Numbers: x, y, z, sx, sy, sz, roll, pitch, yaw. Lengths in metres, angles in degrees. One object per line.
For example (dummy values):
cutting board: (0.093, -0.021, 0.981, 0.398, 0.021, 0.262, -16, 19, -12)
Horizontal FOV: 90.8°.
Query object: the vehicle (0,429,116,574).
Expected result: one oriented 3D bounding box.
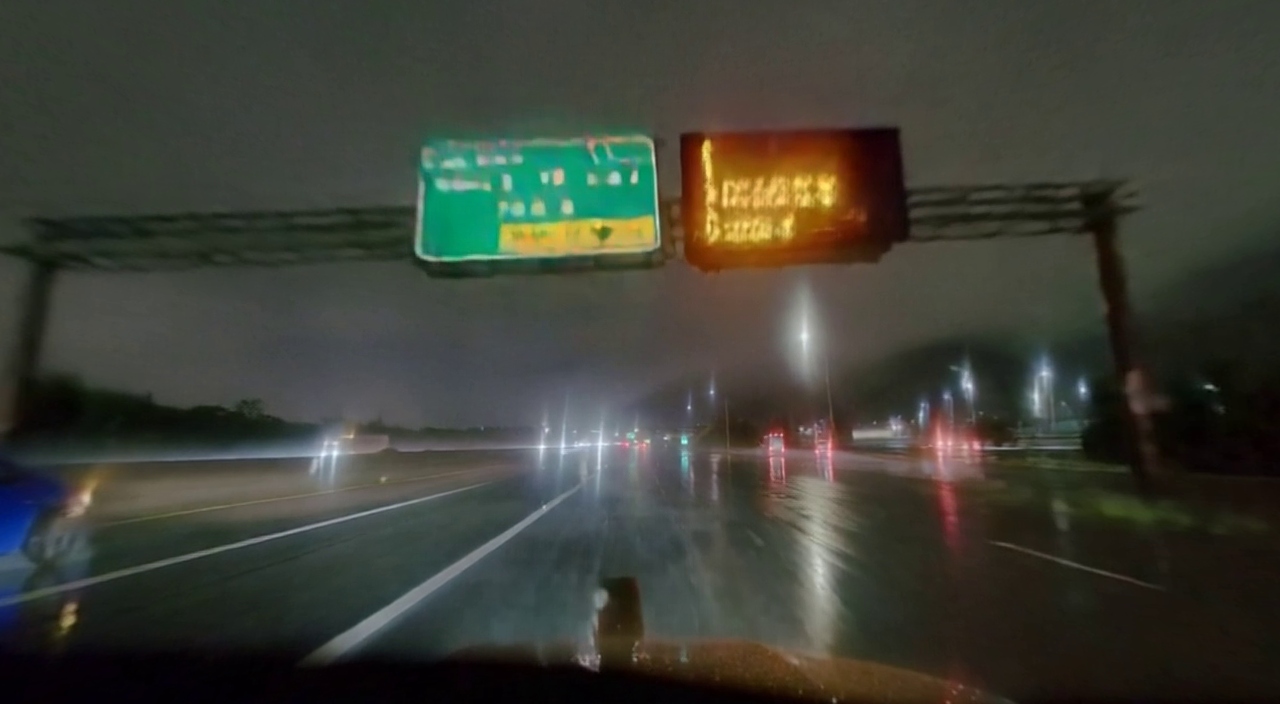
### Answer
vehicle: (-7.864, 1.450, 5.734, 2.005, 1.545, 4.874, 0, -8, 0)
